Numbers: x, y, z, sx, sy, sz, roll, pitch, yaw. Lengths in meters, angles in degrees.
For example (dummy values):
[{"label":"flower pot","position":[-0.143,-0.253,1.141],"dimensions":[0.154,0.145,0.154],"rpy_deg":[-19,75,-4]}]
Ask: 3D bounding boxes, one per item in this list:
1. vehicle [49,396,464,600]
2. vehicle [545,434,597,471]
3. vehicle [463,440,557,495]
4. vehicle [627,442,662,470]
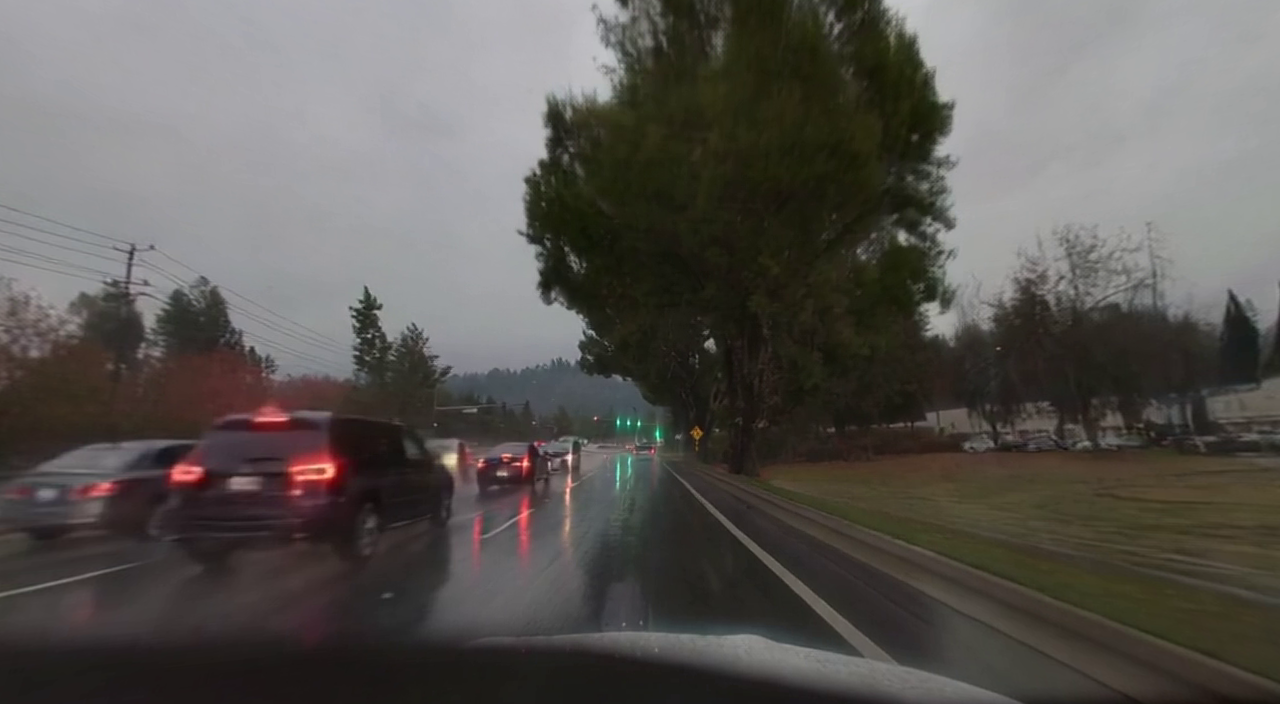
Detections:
[{"label":"vehicle","position":[-4.025,1.621,7.988],"dimensions":[2.130,1.749,4.904],"rpy_deg":[0,-8,0]},{"label":"vehicle","position":[-3.651,5.420,34.215],"dimensions":[2.242,1.852,5.201],"rpy_deg":[0,-8,0]},{"label":"vehicle","position":[-3.849,3.490,19.525],"dimensions":[1.952,1.471,4.334],"rpy_deg":[-1,-8,1]},{"label":"vehicle","position":[0.250,5.802,35.322],"dimensions":[1.875,1.453,3.888],"rpy_deg":[0,-8,0]}]
